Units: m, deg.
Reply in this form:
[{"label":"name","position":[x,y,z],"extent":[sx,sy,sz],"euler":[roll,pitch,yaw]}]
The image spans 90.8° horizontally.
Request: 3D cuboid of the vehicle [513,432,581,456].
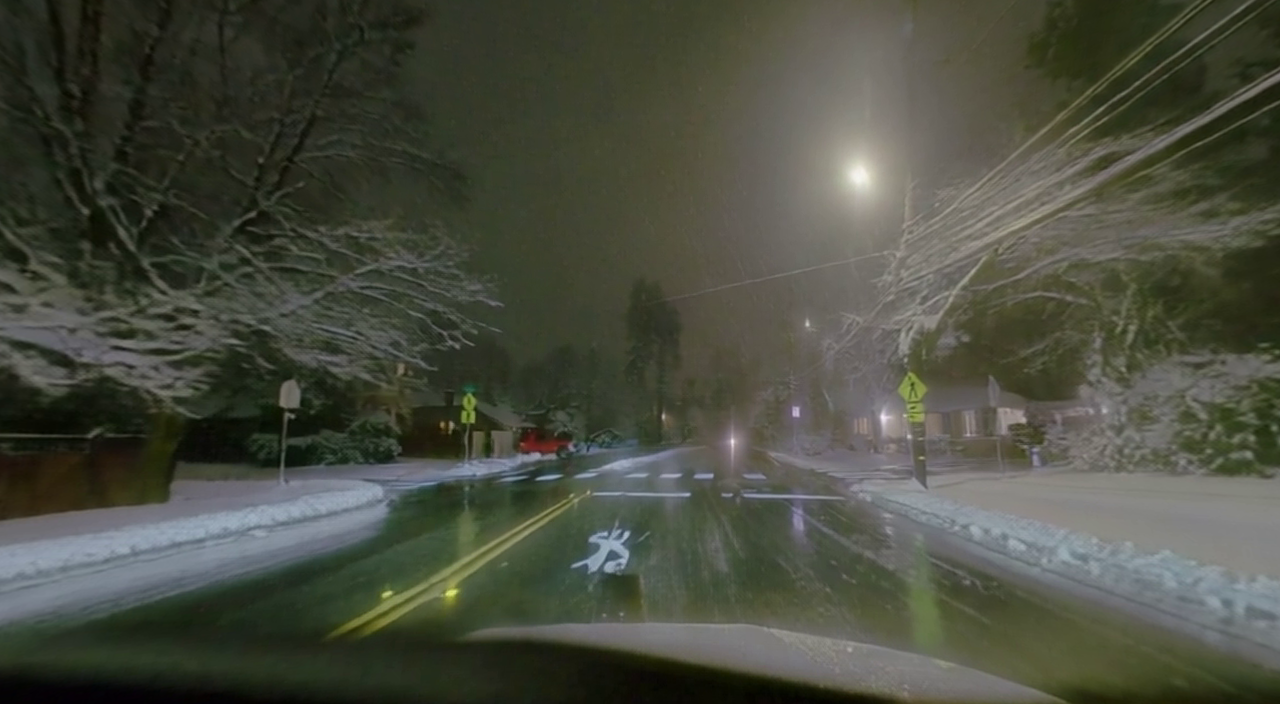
[{"label":"vehicle","position":[-6.608,6.571,44.977],"extent":[4.377,1.596,1.836],"euler":[-3,-9,17]}]
